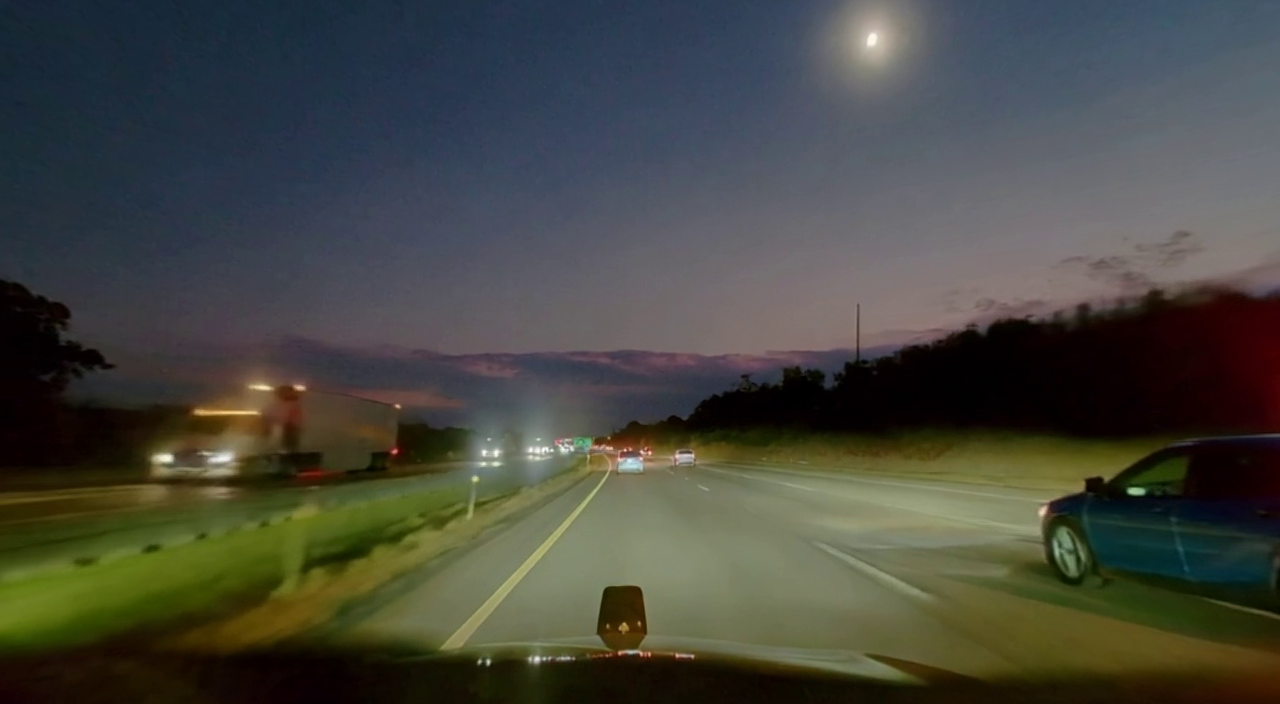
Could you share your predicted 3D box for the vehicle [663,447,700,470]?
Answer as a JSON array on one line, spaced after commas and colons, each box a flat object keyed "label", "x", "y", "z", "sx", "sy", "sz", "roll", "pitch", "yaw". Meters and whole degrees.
[{"label": "vehicle", "x": 2.862, "y": 7.463, "z": 44.375, "sx": 2.008, "sy": 1.504, "sz": 4.291, "roll": 1, "pitch": -9, "yaw": -4}]

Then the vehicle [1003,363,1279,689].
[{"label": "vehicle", "x": 4.228, "y": 0.933, "z": 3.513, "sx": 2.013, "sy": 1.623, "sz": 3.916, "roll": 0, "pitch": -9, "yaw": 0}]

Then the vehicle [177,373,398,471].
[{"label": "vehicle", "x": -17.245, "y": 4.101, "z": 33.472, "sx": 2.901, "sy": 3.920, "sz": 16.383, "roll": 0, "pitch": -9, "yaw": -2}]

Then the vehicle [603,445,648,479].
[{"label": "vehicle", "x": -0.717, "y": 5.275, "z": 30.368, "sx": 2.050, "sy": 1.534, "sz": 3.771, "roll": 0, "pitch": -9, "yaw": -2}]
